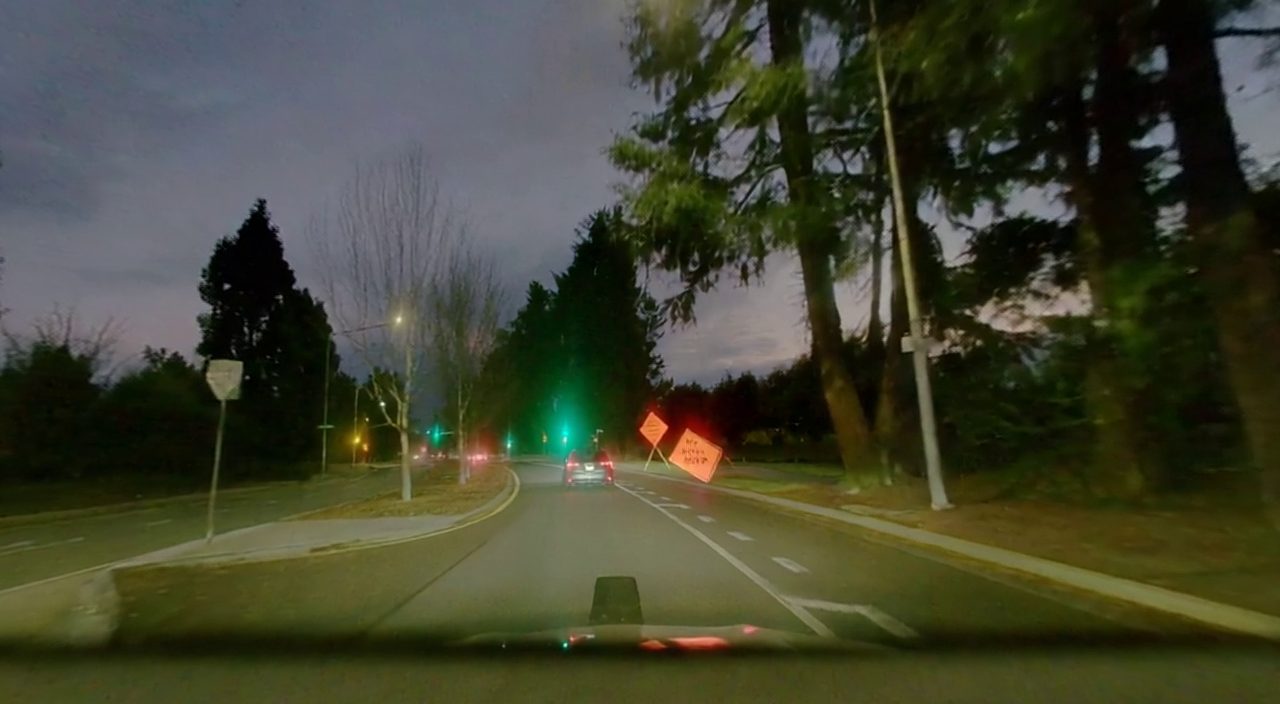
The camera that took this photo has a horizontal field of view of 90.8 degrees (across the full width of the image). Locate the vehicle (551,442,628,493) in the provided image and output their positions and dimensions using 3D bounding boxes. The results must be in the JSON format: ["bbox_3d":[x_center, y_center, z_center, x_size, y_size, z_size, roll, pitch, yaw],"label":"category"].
[{"bbox_3d":[-1.837,3.882,21.655,2.266,1.508,4.430,1,-9,-9],"label":"vehicle"}]
